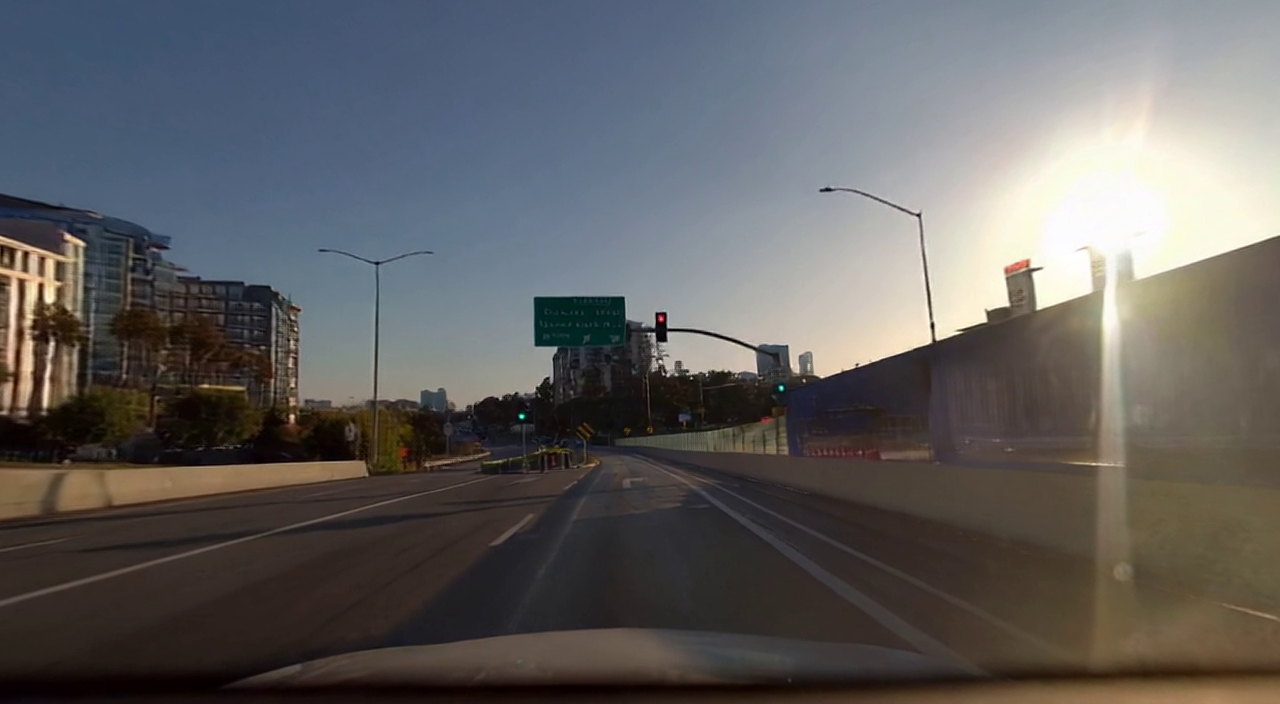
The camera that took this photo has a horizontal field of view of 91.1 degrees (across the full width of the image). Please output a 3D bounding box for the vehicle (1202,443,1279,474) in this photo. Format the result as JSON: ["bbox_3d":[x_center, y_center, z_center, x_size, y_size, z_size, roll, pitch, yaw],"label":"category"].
[{"bbox_3d":[29.944,5.074,29.960,4.203,1.391,1.775,-5,-9,27],"label":"vehicle"}]

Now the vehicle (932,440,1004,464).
[{"bbox_3d":[21.693,6.609,41.648,1.717,1.486,3.824,4,-9,-32],"label":"vehicle"}]
